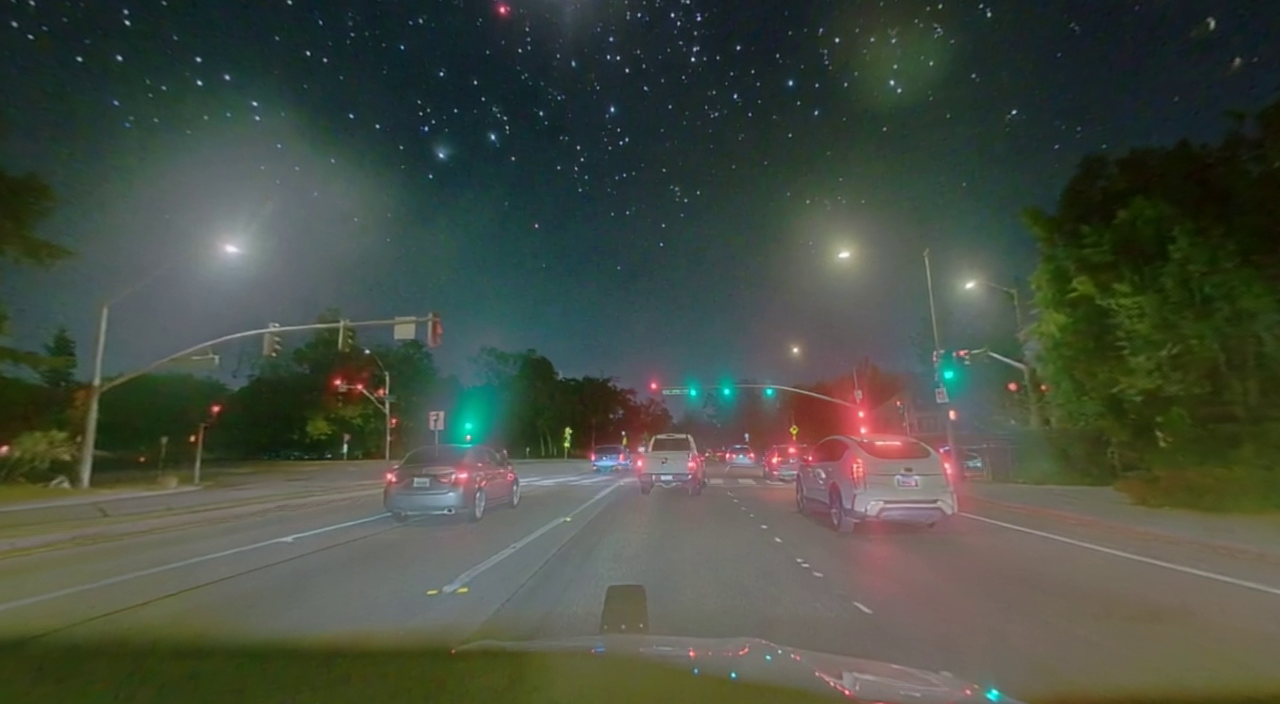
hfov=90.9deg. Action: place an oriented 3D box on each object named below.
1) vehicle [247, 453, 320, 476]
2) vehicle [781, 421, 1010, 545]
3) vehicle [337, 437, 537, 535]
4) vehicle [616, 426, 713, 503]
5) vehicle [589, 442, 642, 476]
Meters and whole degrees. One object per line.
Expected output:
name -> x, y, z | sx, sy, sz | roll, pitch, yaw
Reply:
vehicle -> -27.649, 8.729, 48.944 | 4.711, 1.661, 1.990 | -2, -9, 13
vehicle -> 3.921, 2.100, 10.786 | 2.106, 1.636, 4.655 | 0, -9, 2
vehicle -> -3.464, 2.373, 11.896 | 2.006, 1.464, 4.586 | -1, -9, 4
vehicle -> 0.755, 2.959, 16.952 | 2.250, 1.768, 4.574 | -1, -9, 5
vehicle -> -1.121, 5.182, 30.778 | 1.951, 1.492, 4.095 | -1, -9, 7
